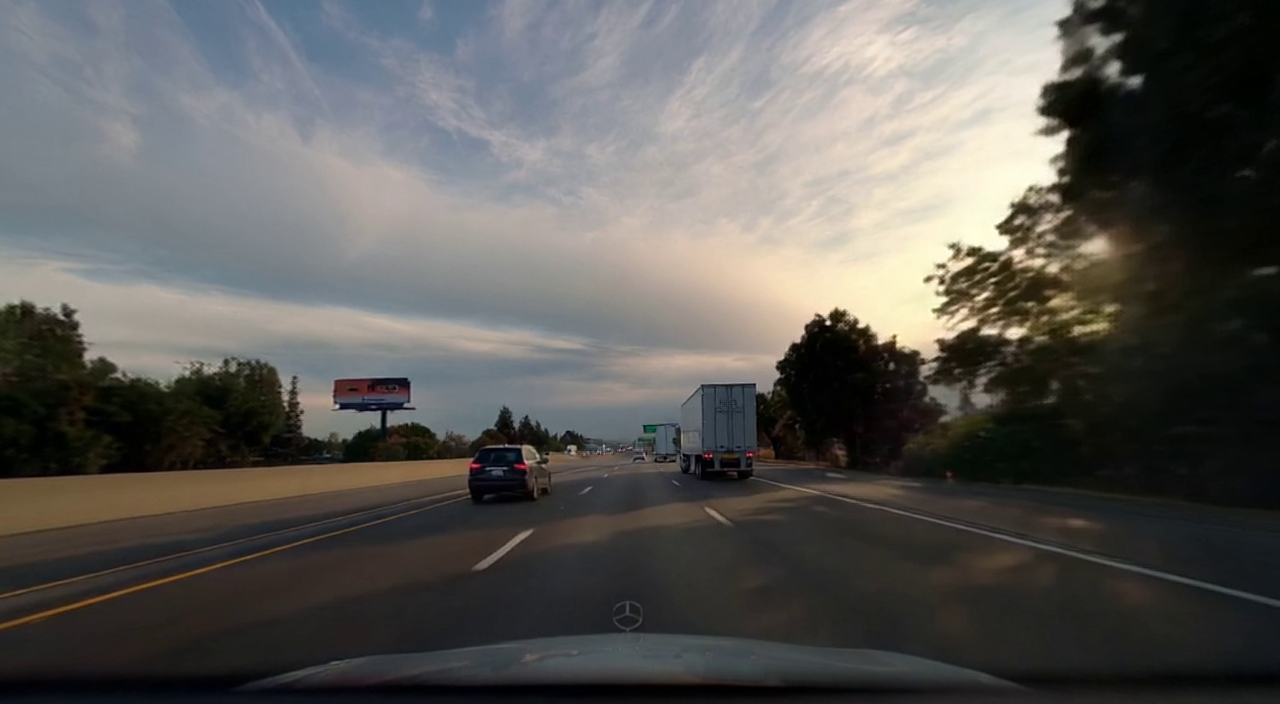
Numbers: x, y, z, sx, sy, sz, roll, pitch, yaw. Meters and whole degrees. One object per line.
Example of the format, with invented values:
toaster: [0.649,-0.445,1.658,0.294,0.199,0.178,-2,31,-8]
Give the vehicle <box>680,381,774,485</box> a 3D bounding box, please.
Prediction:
vehicle: [4.037,4.441,33.241,2.826,4.269,14.176,0,-9,0]

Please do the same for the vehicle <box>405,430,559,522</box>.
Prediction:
vehicle: [-3.454,2.838,14.957,2.291,1.788,4.825,0,-9,1]
